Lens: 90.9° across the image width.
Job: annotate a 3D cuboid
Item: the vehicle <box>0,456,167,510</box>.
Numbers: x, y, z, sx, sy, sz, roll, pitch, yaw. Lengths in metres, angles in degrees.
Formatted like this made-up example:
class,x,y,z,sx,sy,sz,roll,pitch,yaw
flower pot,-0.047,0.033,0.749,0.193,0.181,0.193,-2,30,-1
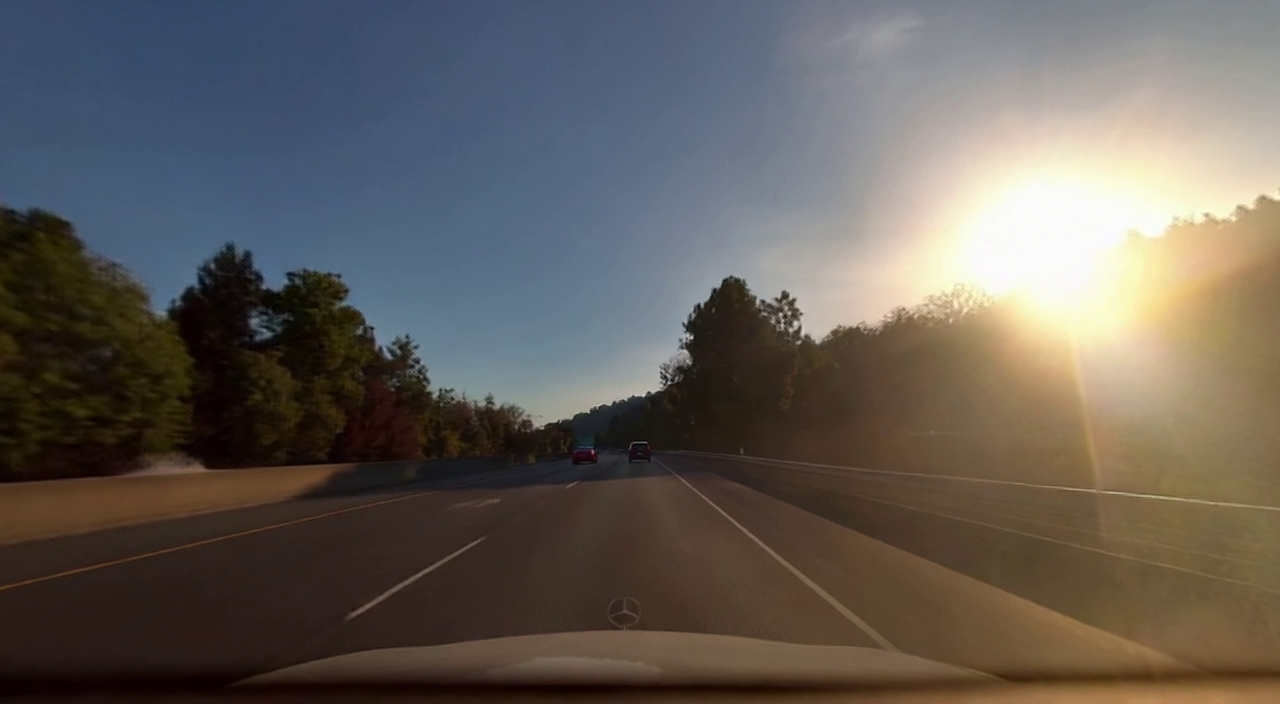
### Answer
class,x,y,z,sx,sy,sz,roll,pitch,yaw
vehicle,-17.695,4.080,20.070,2.023,1.482,4.097,0,-9,0

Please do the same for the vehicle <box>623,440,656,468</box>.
class,x,y,z,sx,sy,sz,roll,pitch,yaw
vehicle,-0.056,6.893,42.645,2.126,1.786,3.958,0,-9,0

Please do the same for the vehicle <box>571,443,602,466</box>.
class,x,y,z,sx,sy,sz,roll,pitch,yaw
vehicle,-4.110,7.992,49.151,2.113,1.656,4.215,0,-9,0
